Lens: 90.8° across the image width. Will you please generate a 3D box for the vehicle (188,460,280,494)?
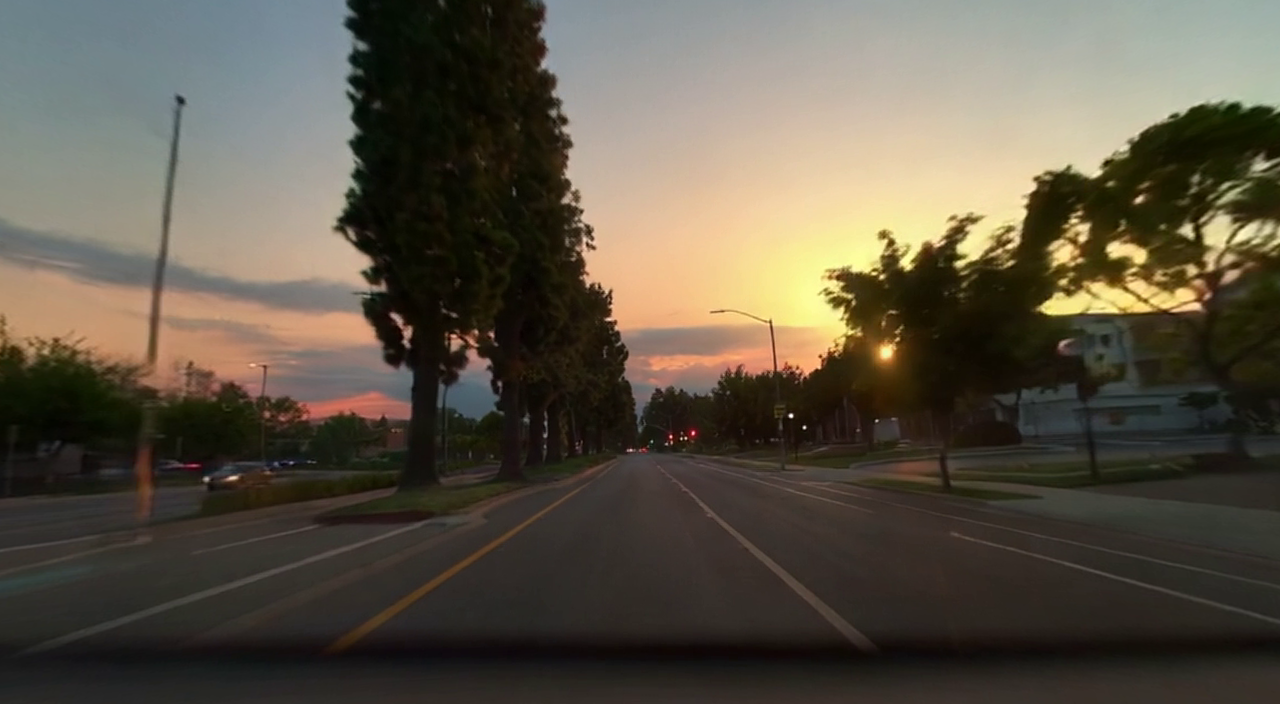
[{"bbox_3d":[-21.821,6.699,34.185,2.014,1.522,4.398,-3,-8,1],"label":"vehicle"}]
